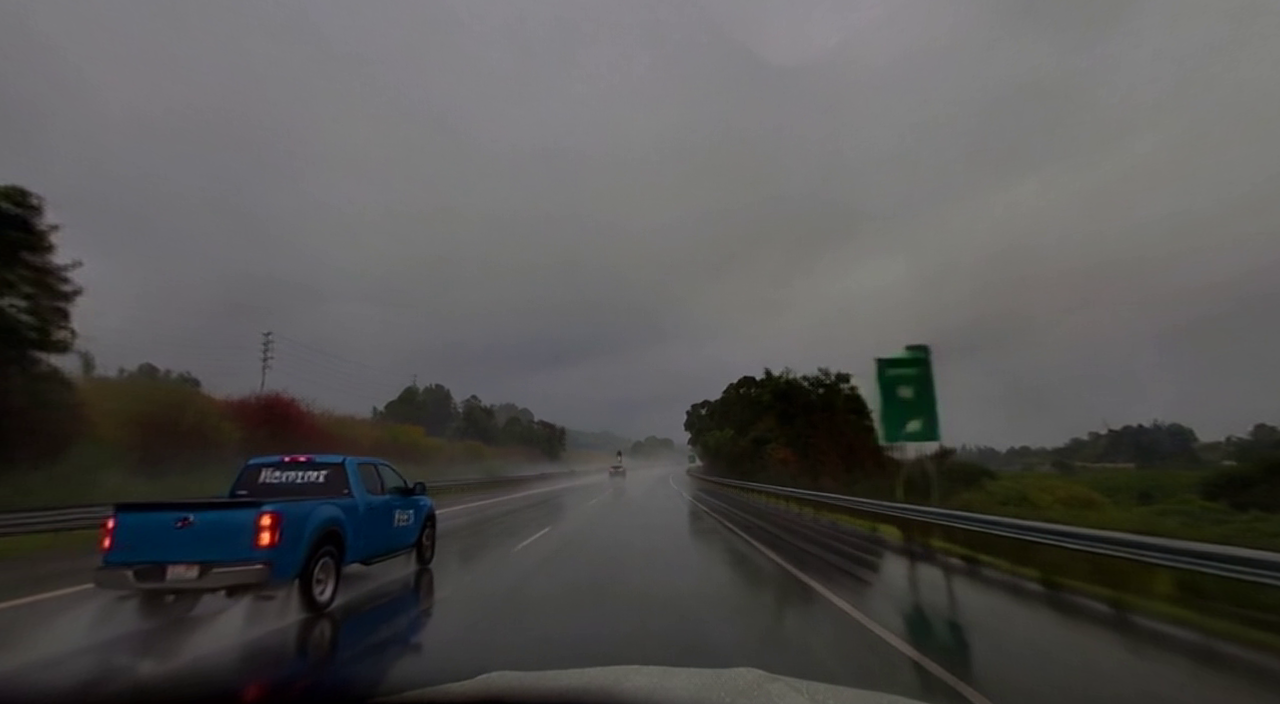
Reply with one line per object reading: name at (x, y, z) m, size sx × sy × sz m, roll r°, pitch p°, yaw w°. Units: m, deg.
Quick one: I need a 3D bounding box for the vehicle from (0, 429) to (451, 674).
vehicle at (-3.859, 1.725, 6.589) m, size 2.135 × 1.506 × 5.041 m, roll 1°, pitch -10°, yaw 1°
